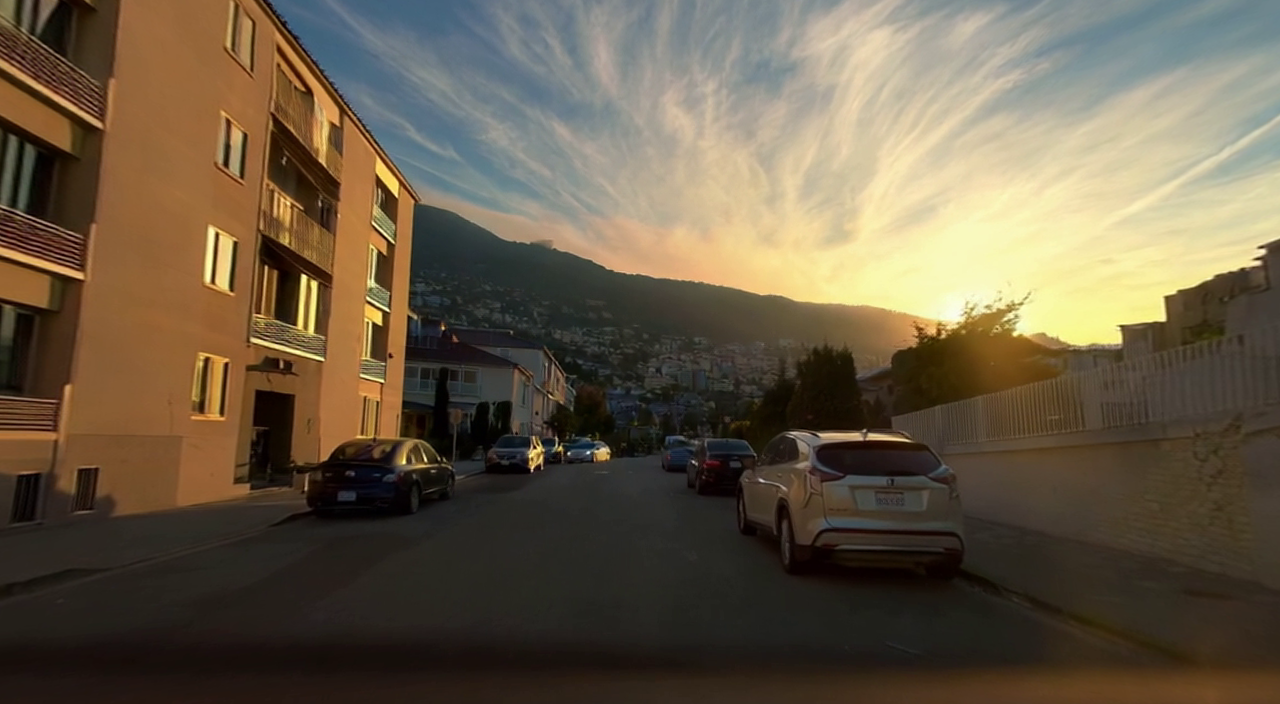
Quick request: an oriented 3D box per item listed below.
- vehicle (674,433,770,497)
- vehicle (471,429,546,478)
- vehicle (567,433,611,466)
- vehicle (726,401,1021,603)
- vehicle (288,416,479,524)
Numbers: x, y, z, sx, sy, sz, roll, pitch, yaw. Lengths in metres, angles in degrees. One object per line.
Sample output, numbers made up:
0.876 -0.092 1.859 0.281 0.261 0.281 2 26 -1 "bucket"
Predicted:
1.992 2.877 16.586 1.786 1.447 4.314 0 -8 -2 "vehicle"
-4.834 3.808 23.729 1.942 1.521 3.761 5 -9 0 "vehicle"
-2.455 4.789 31.127 1.845 1.544 3.388 0 -8 0 "vehicle"
2.235 1.524 7.313 1.839 1.678 3.918 0 -8 -1 "vehicle"
-4.549 2.199 12.041 1.883 1.499 4.426 6 -10 -3 "vehicle"
